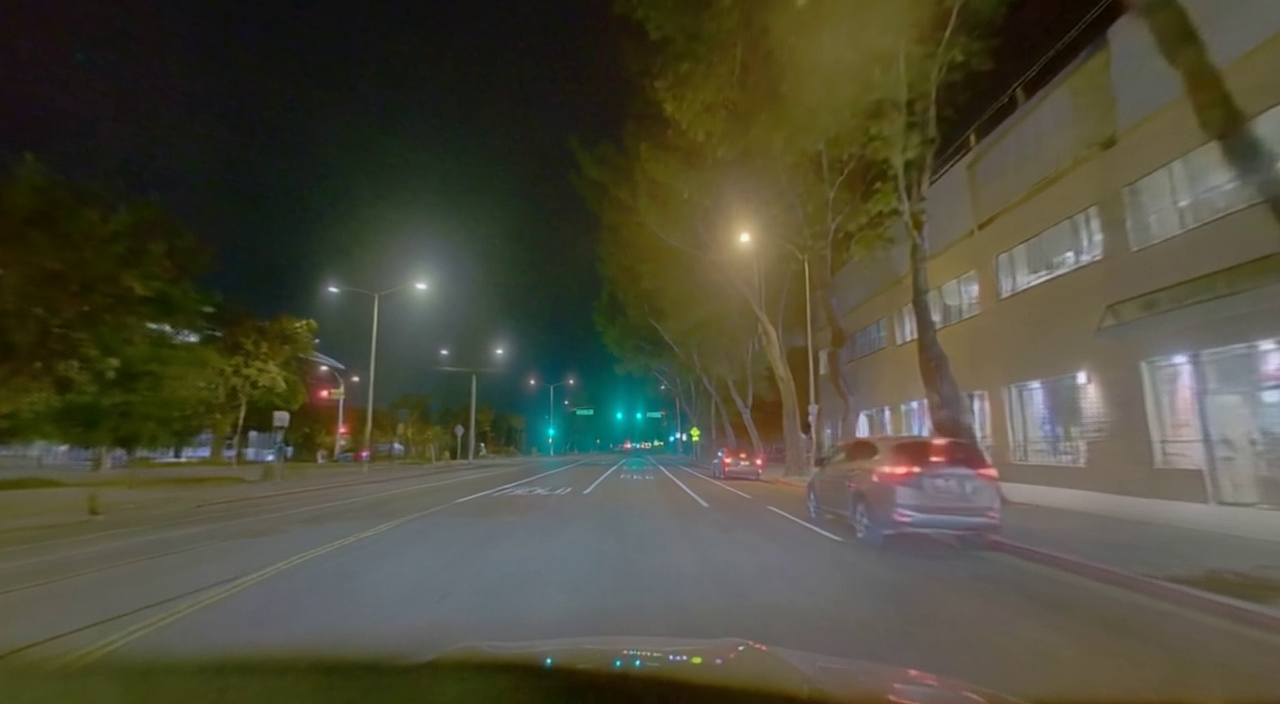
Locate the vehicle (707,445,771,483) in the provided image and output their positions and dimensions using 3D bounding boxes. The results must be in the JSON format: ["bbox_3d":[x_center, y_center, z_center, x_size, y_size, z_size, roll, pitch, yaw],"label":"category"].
[{"bbox_3d":[4.157,4.774,27.245,1.856,1.462,4.501,1,-8,-2],"label":"vehicle"}]

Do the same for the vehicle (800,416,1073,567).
[{"bbox_3d":[4.066,1.972,9.714,1.957,1.753,4.413,0,-8,-1],"label":"vehicle"}]
